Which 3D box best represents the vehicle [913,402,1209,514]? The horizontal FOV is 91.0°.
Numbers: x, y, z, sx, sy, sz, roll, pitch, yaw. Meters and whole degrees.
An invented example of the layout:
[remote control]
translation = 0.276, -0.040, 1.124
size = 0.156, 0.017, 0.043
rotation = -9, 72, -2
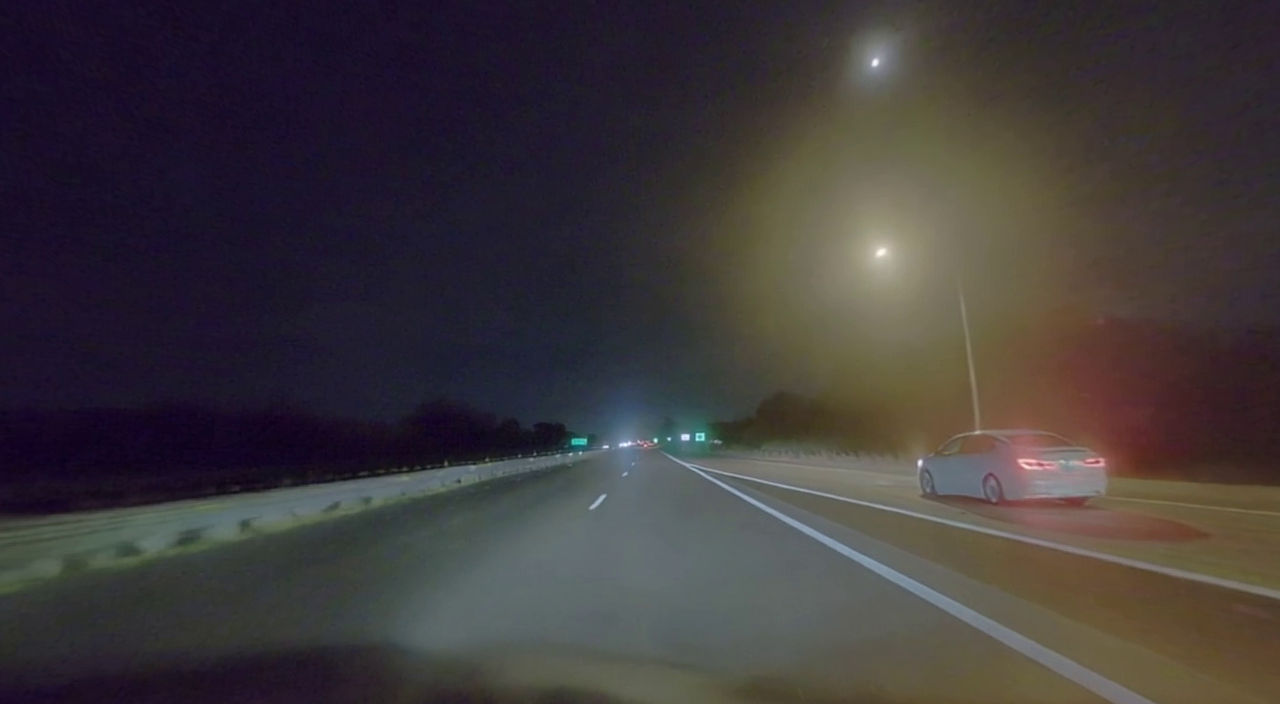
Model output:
[vehicle]
translation = 8.525, 2.220, 13.638
size = 2.328, 1.916, 5.227
rotation = 1, -8, -7
